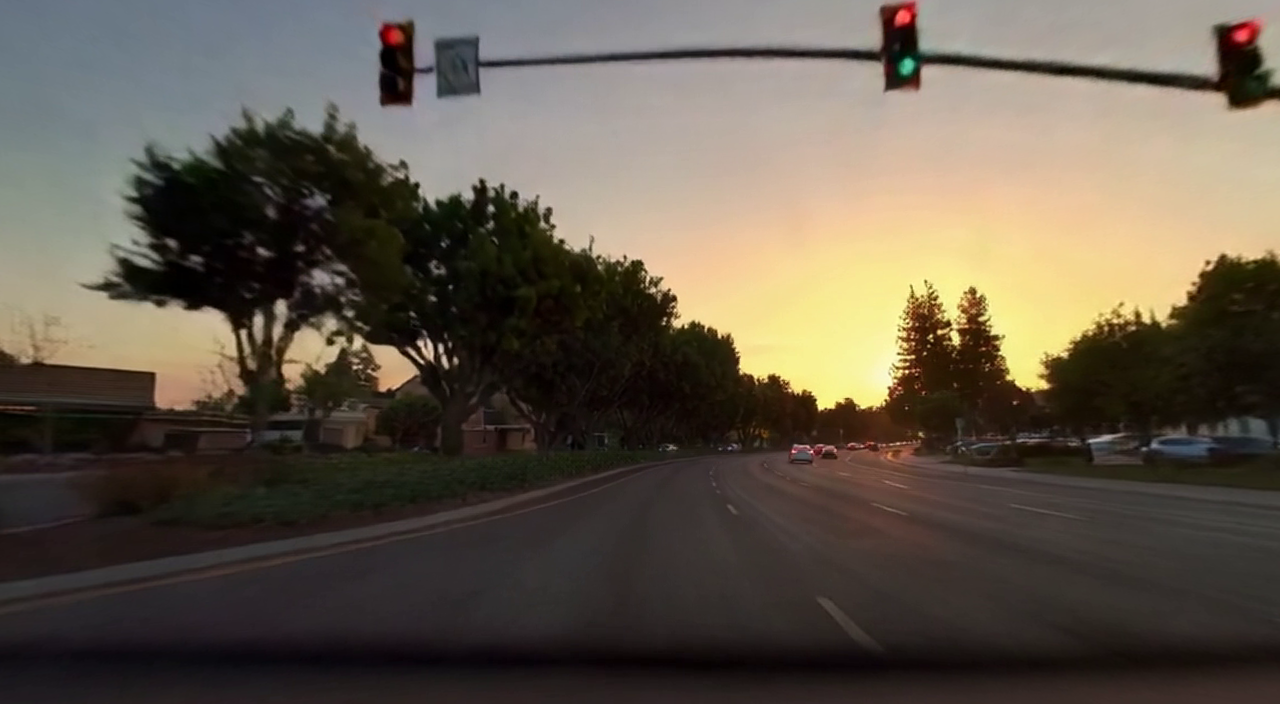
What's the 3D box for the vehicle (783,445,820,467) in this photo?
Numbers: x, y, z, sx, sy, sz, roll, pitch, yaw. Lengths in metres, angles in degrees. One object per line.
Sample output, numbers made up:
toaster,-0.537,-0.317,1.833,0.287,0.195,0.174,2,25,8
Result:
vehicle,11.191,7.198,43.998,1.988,1.460,3.996,-2,-9,8
